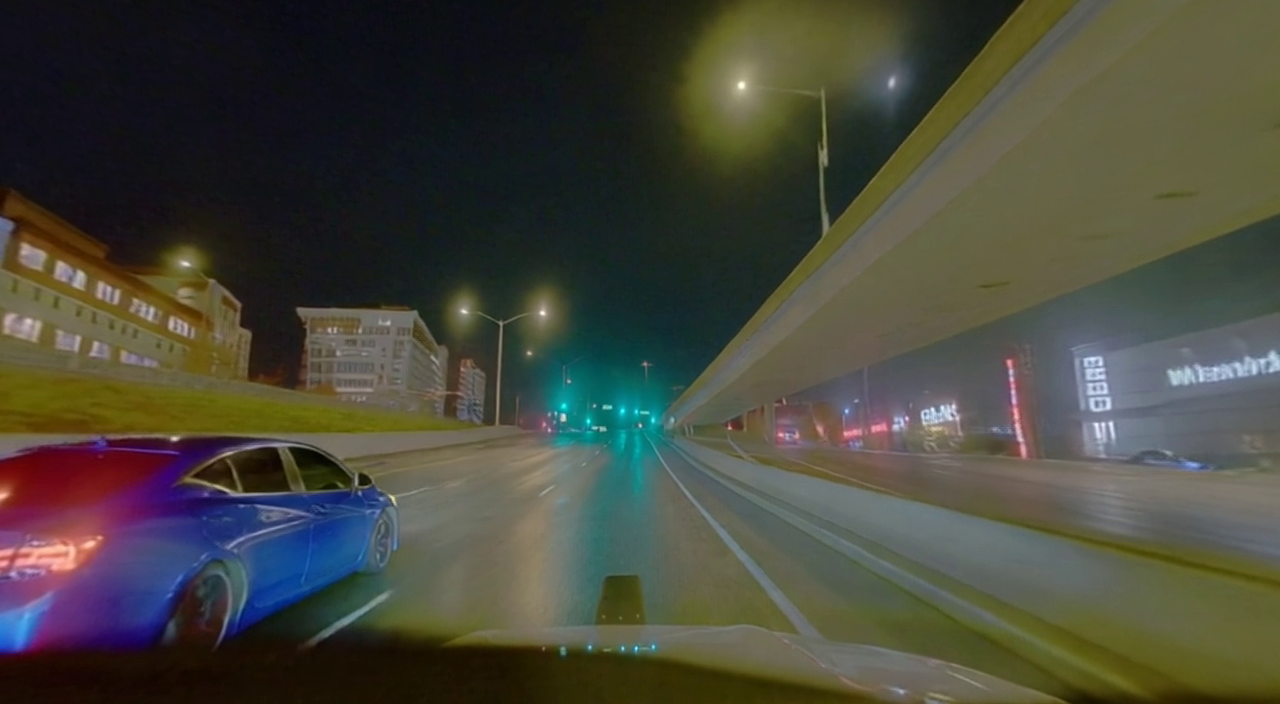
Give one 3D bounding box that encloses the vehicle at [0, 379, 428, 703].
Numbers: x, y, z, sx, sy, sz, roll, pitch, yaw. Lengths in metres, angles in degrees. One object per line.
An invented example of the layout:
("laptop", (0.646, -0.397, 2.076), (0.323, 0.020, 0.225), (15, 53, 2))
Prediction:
("vehicle", (-3.124, 1.137, 4.024), (2.041, 1.470, 4.290), (0, -9, 0))
